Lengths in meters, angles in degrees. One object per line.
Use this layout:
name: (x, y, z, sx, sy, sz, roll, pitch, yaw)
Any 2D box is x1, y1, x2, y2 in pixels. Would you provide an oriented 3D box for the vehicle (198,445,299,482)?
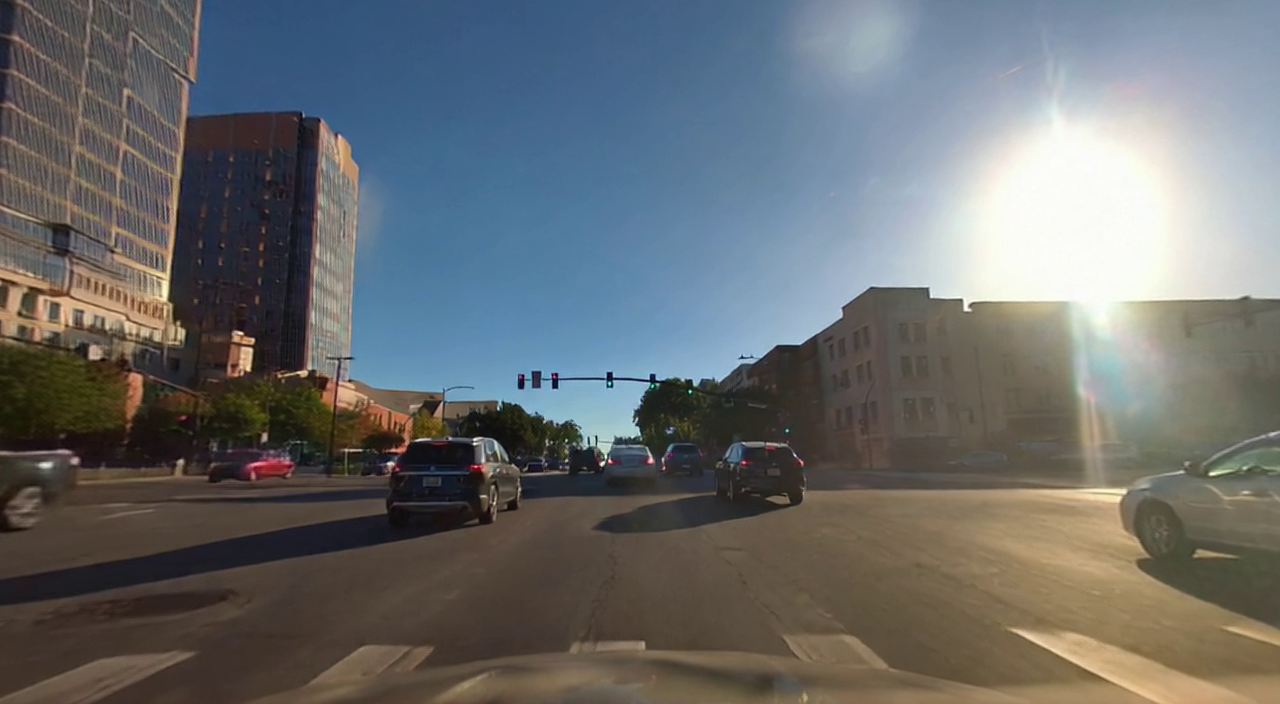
vehicle: (-17.939, 5.102, 29.262, 1.857, 1.511, 4.399, 0, -8, 0)

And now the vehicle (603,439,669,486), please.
vehicle: (-0.161, 3.811, 22.086, 2.098, 1.461, 3.958, 0, -8, -1)

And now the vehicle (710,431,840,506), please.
vehicle: (3.115, 2.805, 15.754, 1.996, 1.566, 4.917, 0, -8, -2)

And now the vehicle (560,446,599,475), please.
vehicle: (-3.785, 6.912, 40.526, 2.033, 1.714, 4.278, 0, -8, 1)

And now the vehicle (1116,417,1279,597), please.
vehicle: (6.566, 1.260, 4.887, 1.959, 1.553, 4.809, 0, -8, -1)

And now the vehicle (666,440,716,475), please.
vehicle: (2.666, 5.667, 34.242, 2.138, 1.778, 4.422, 0, -8, -2)

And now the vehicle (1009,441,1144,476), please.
vehicle: (19.468, 4.742, 28.290, 4.620, 1.446, 1.950, 0, -8, -2)

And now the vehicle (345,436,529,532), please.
vehicle: (-3.566, 2.393, 12.154, 2.045, 1.463, 4.490, 0, -8, 0)
